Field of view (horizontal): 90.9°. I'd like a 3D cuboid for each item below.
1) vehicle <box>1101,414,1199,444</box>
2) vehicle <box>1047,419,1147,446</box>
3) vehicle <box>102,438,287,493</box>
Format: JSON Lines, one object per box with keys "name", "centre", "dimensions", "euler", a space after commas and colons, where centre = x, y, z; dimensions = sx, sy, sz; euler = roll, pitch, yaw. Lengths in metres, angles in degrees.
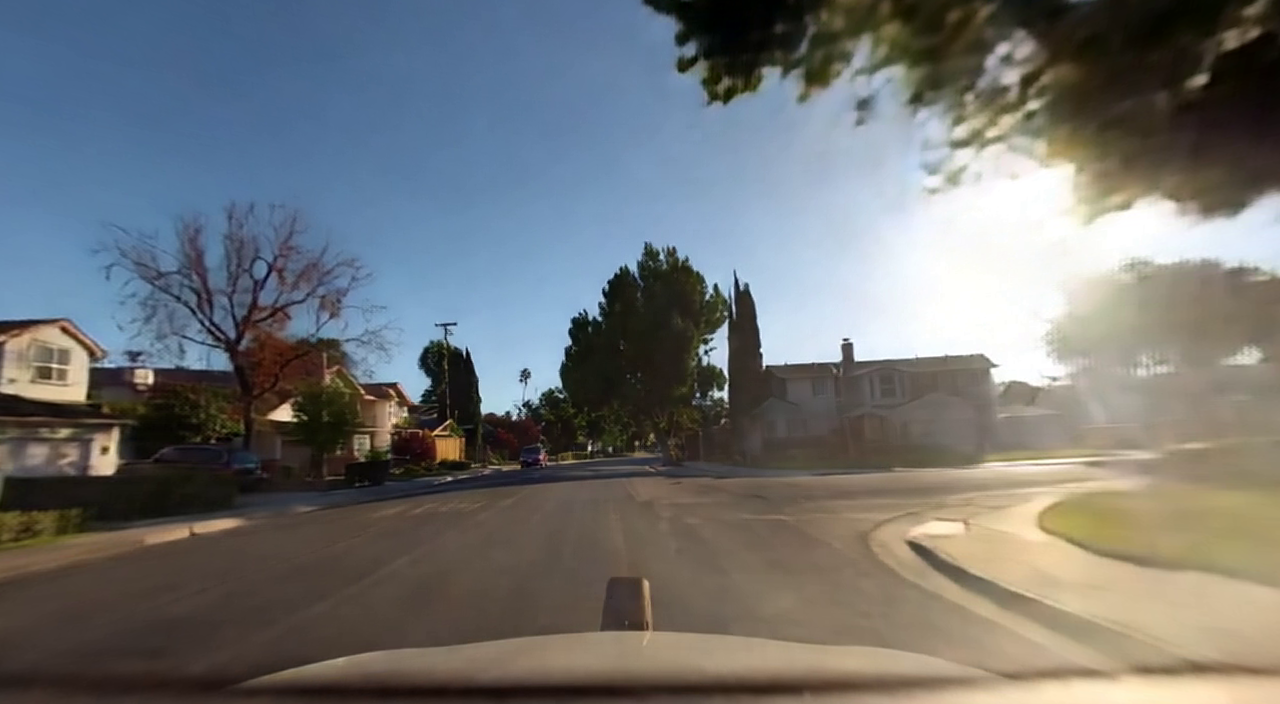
{"name": "vehicle", "centre": [30.179, 4.645, 37.481], "dimensions": [1.794, 1.635, 4.469], "euler": [-1, -8, -5]}
{"name": "vehicle", "centre": [26.974, 4.844, 37.462], "dimensions": [1.845, 1.450, 4.991], "euler": [2, -8, -7]}
{"name": "vehicle", "centre": [-15.633, 3.981, 22.395], "dimensions": [4.837, 1.785, 2.115], "euler": [0, -8, -5]}
